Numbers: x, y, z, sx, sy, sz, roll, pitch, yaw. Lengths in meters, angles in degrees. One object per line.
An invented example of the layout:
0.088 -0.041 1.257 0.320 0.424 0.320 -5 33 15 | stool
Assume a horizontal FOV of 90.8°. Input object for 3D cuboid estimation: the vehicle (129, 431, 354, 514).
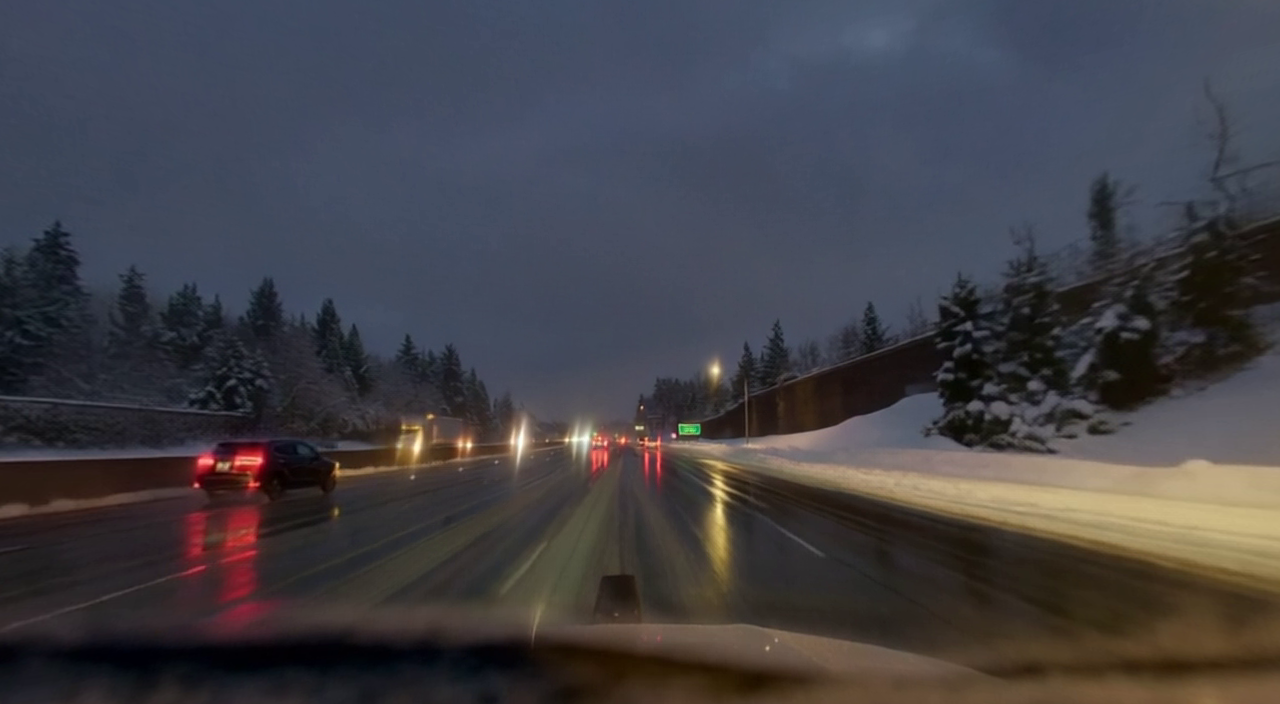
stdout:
-8.442 2.576 14.034 2.060 1.507 4.494 0 -8 0 | vehicle
